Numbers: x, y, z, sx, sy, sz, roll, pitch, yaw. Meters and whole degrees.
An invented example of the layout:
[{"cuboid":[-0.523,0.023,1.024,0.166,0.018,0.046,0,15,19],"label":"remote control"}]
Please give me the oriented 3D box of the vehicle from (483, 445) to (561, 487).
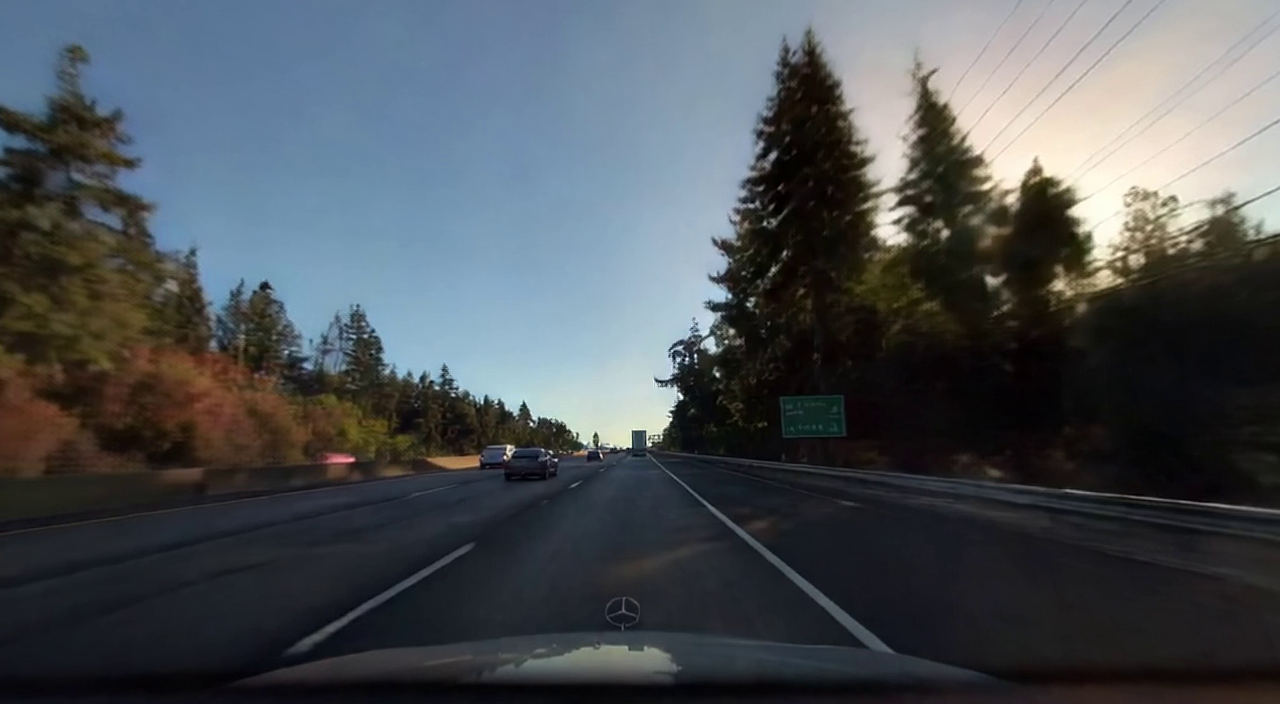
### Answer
[{"cuboid":[-4.421,4.360,24.348,2.106,1.445,4.404,0,-9,0],"label":"vehicle"}]
